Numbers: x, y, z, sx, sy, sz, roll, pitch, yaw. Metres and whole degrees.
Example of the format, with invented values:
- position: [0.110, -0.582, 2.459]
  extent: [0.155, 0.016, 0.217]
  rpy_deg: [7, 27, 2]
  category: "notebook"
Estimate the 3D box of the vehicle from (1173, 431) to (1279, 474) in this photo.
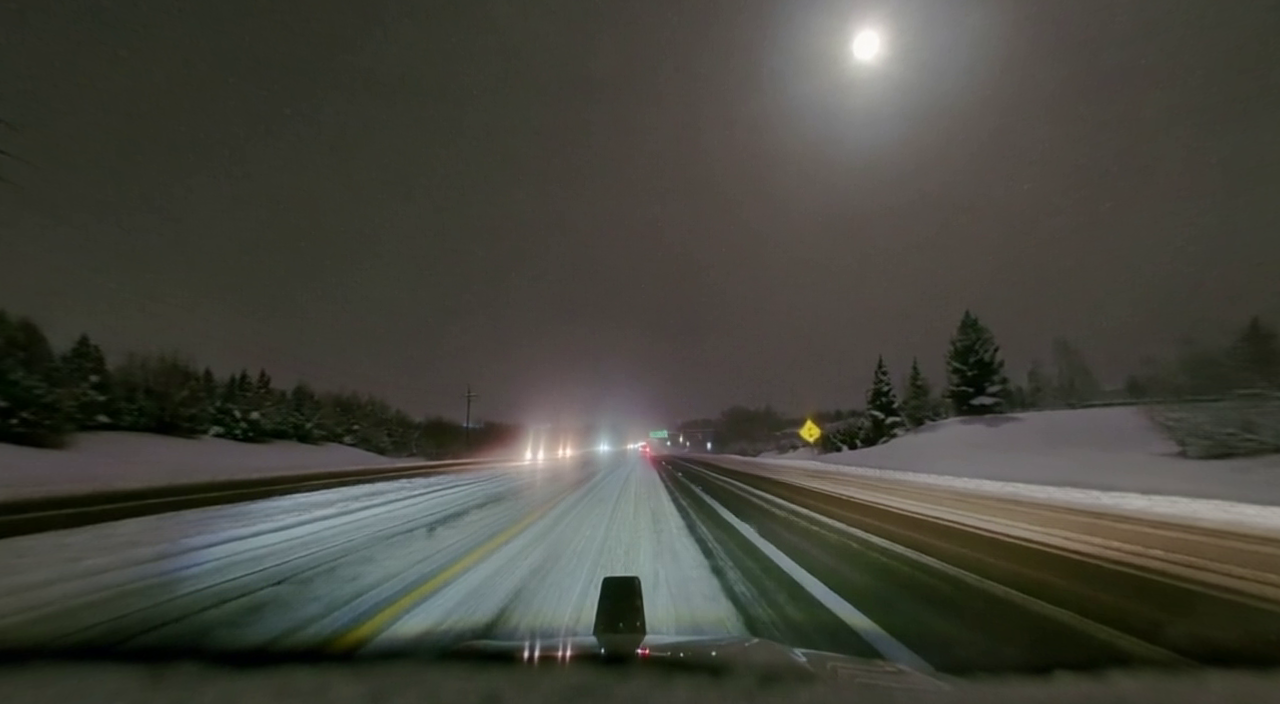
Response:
- position: [34.553, 5.807, 36.636]
  extent: [2.428, 2.287, 5.283]
  rpy_deg: [0, -8, 1]
  category: "vehicle"
